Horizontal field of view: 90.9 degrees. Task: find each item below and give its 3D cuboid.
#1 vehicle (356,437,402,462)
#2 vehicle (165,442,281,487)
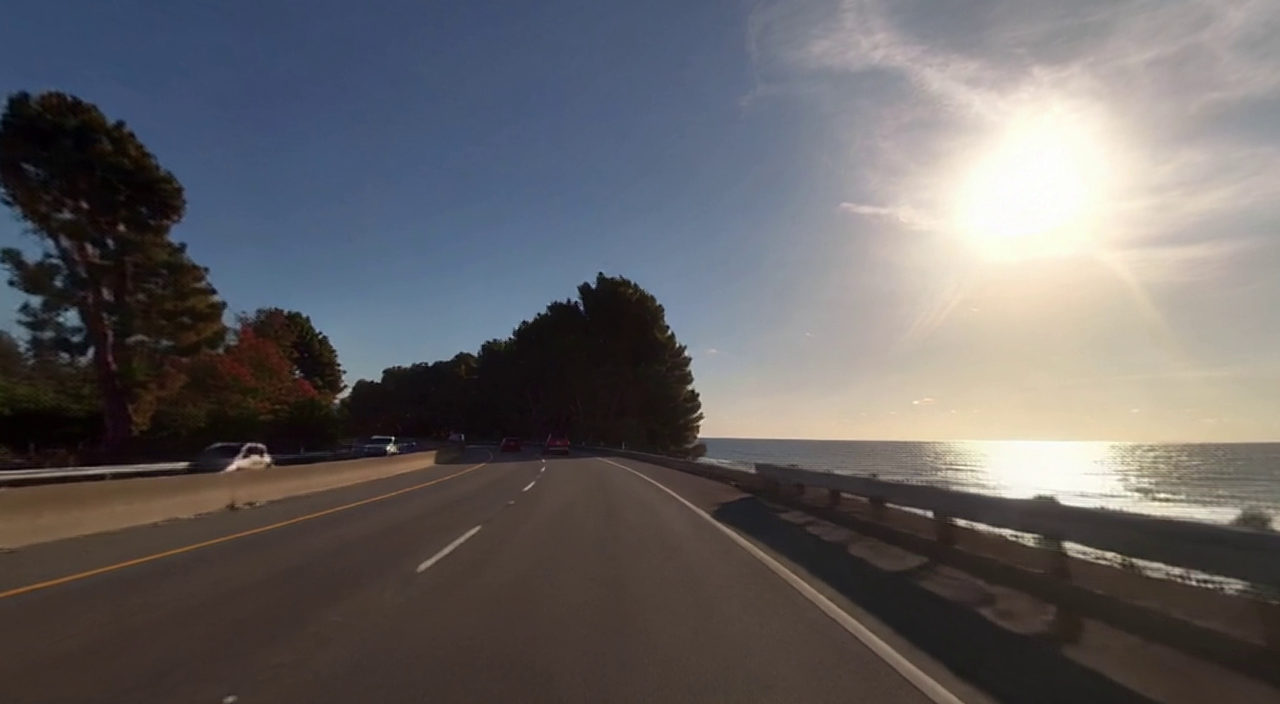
[{"bbox_3d":[-19.401,7.270,47.073,2.276,1.759,4.462,2,-9,-12],"label":"vehicle"},{"bbox_3d":[-16.511,4.431,25.292,1.929,1.611,4.479,1,-9,-6],"label":"vehicle"}]
